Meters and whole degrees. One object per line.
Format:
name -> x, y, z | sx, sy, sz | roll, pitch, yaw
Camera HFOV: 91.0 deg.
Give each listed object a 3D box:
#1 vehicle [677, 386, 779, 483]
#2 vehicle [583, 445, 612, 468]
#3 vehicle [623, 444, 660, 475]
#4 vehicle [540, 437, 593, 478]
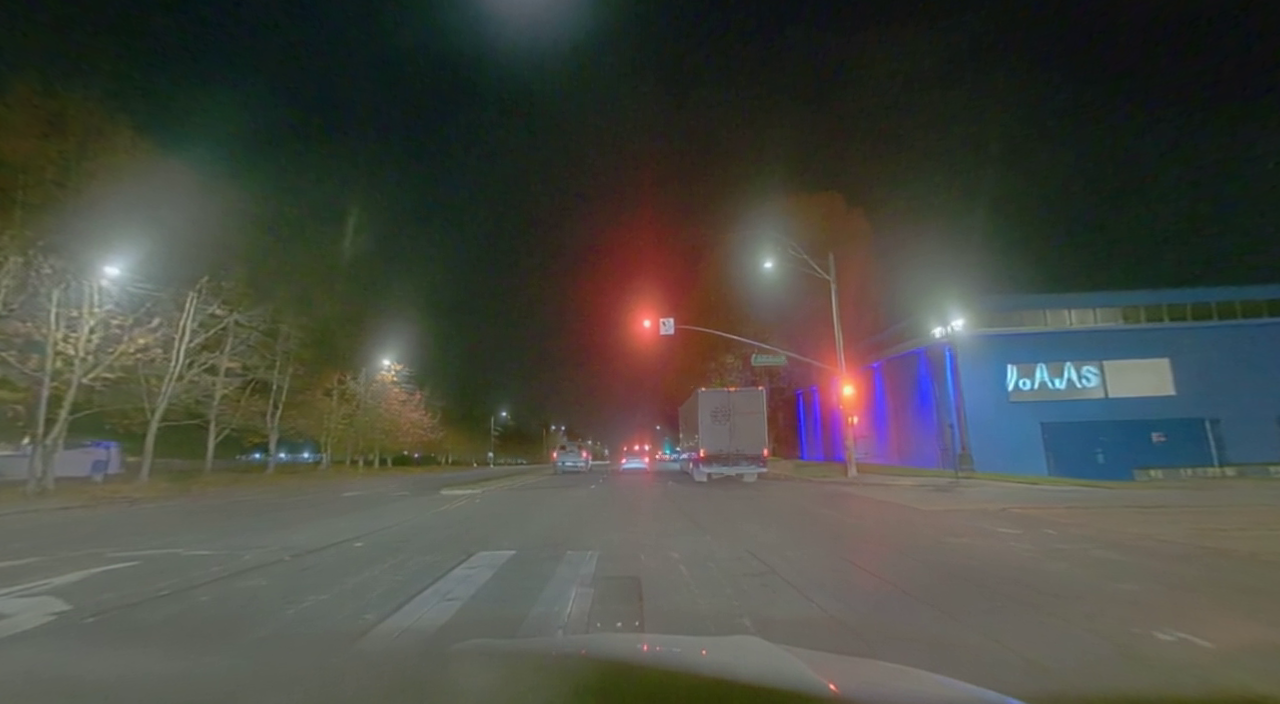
vehicle -> 3.684, 3.934, 29.412 | 3.003, 3.680, 10.684 | 0, -9, -1
vehicle -> -3.288, 8.125, 49.206 | 1.950, 1.665, 4.203 | 0, -9, 0
vehicle -> 0.076, 5.768, 33.932 | 1.846, 1.528, 4.348 | 0, -9, 0
vehicle -> -3.655, 5.334, 32.066 | 2.035, 1.867, 4.607 | 0, -9, 1
